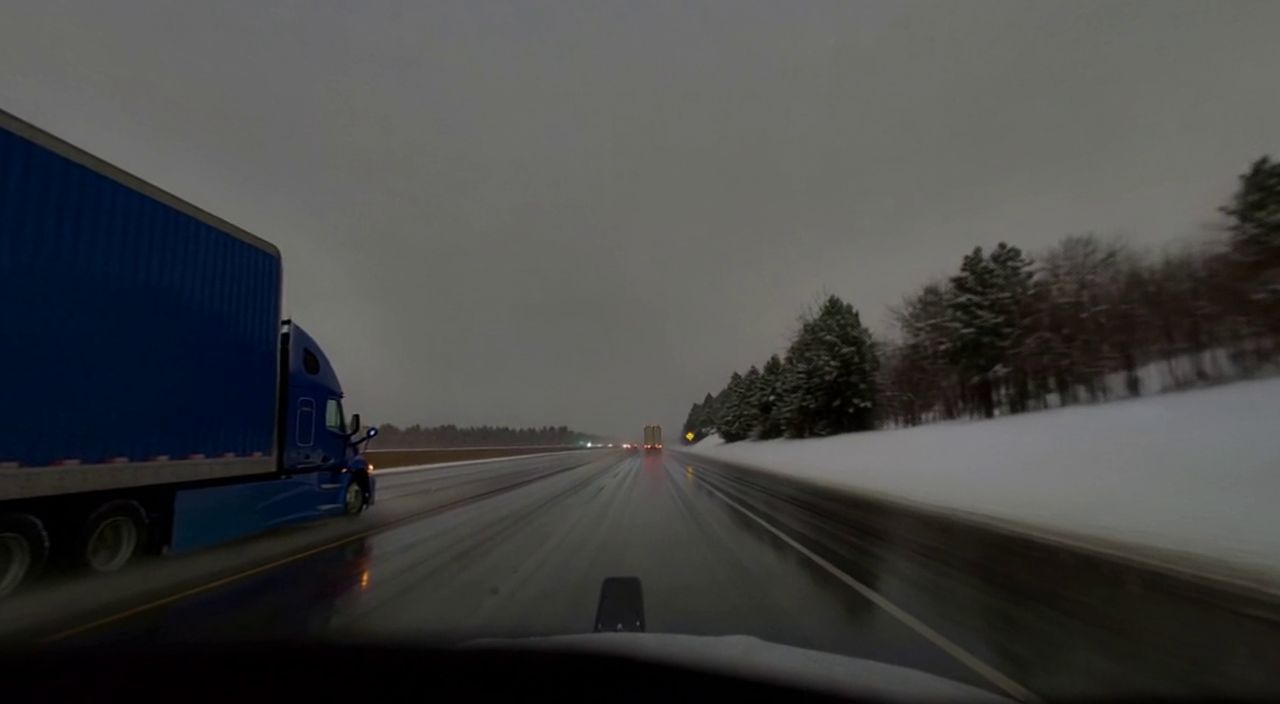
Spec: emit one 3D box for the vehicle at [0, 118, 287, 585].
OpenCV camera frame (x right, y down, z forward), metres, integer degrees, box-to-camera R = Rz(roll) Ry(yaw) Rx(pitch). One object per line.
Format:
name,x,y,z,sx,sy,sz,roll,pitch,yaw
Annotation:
vehicle,-6.989,-0.067,5.021,2.996,3.947,8.600,0,-9,2
